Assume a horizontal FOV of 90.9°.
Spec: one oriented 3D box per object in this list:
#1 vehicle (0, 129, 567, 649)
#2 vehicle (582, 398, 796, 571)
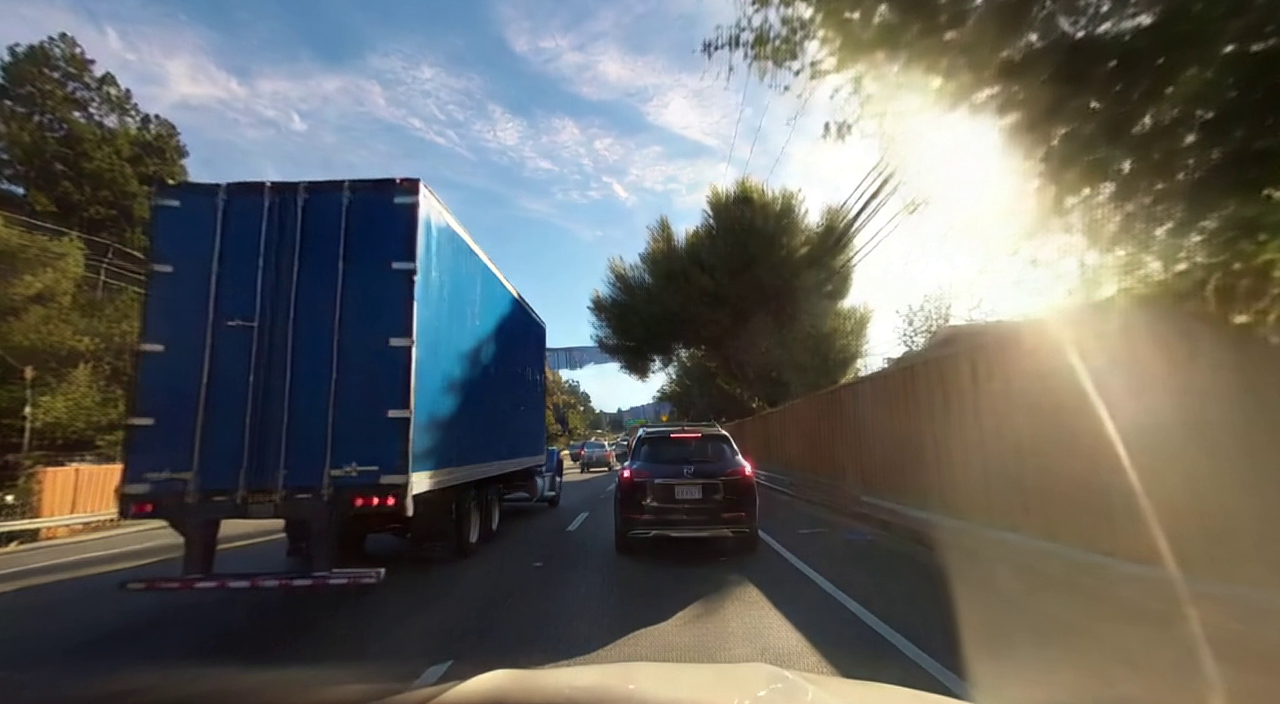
[{"bbox_3d":[-3.097,0.820,8.889,2.928,3.658,8.980,0,-9,1],"label":"vehicle"},{"bbox_3d":[0.464,1.657,8.551,2.174,1.749,4.113,0,-9,-1],"label":"vehicle"}]
